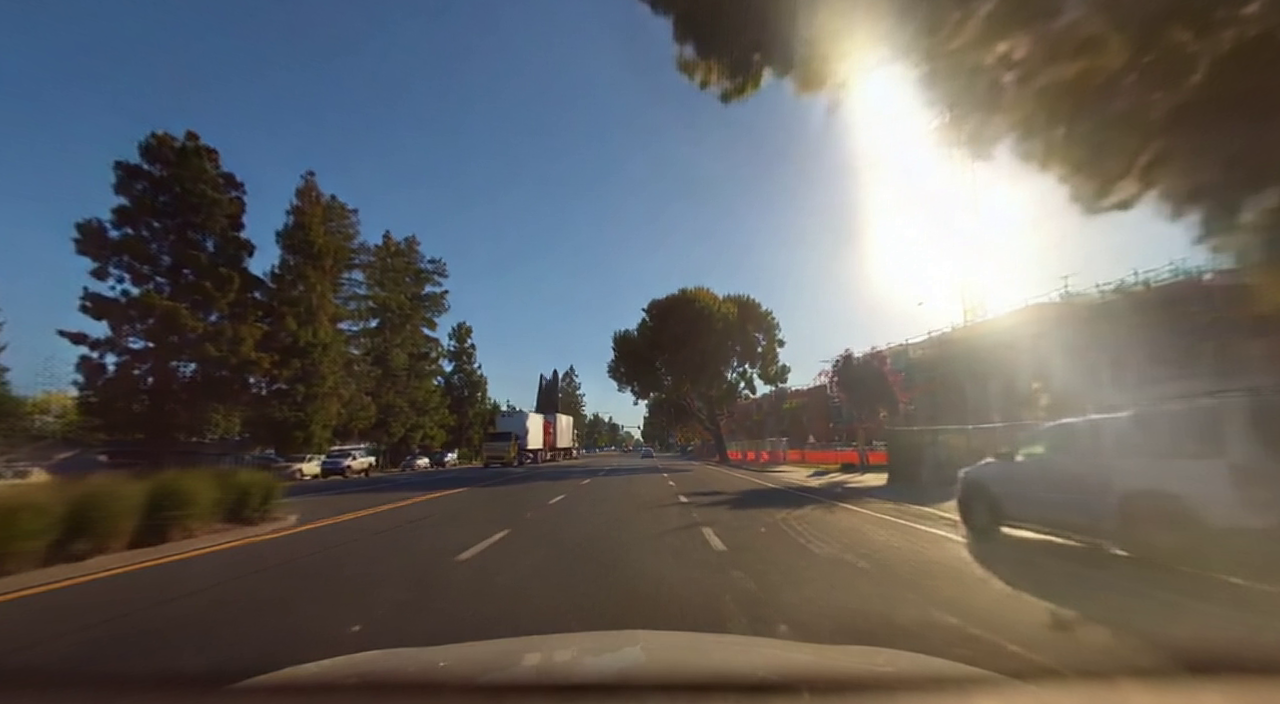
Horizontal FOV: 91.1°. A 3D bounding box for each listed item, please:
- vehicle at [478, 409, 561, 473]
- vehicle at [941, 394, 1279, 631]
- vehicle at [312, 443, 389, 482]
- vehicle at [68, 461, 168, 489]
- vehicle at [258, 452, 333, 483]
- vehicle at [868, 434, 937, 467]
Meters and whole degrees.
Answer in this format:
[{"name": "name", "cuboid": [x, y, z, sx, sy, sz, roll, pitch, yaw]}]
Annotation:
[{"name": "vehicle", "cuboid": [-7.336, 5.682, 39.826, 3.032, 3.524, 9.640, 0, -9, 2]}, {"name": "vehicle", "cuboid": [6.452, 1.668, 7.489, 2.513, 1.890, 6.666, 0, -9, 1]}, {"name": "vehicle", "cuboid": [-18.221, 6.917, 39.836, 2.154, 1.987, 5.836, -5, -8, -1]}, {"name": "vehicle", "cuboid": [-33.730, 7.918, 40.705, 1.848, 1.484, 4.574, 2, -8, 16]}, {"name": "vehicle", "cuboid": [-21.548, 7.213, 39.537, 2.168, 1.800, 4.603, 1, -9, -1]}, {"name": "vehicle", "cuboid": [16.379, 6.205, 39.536, 2.021, 1.835, 5.654, 2, -8, 1]}]
